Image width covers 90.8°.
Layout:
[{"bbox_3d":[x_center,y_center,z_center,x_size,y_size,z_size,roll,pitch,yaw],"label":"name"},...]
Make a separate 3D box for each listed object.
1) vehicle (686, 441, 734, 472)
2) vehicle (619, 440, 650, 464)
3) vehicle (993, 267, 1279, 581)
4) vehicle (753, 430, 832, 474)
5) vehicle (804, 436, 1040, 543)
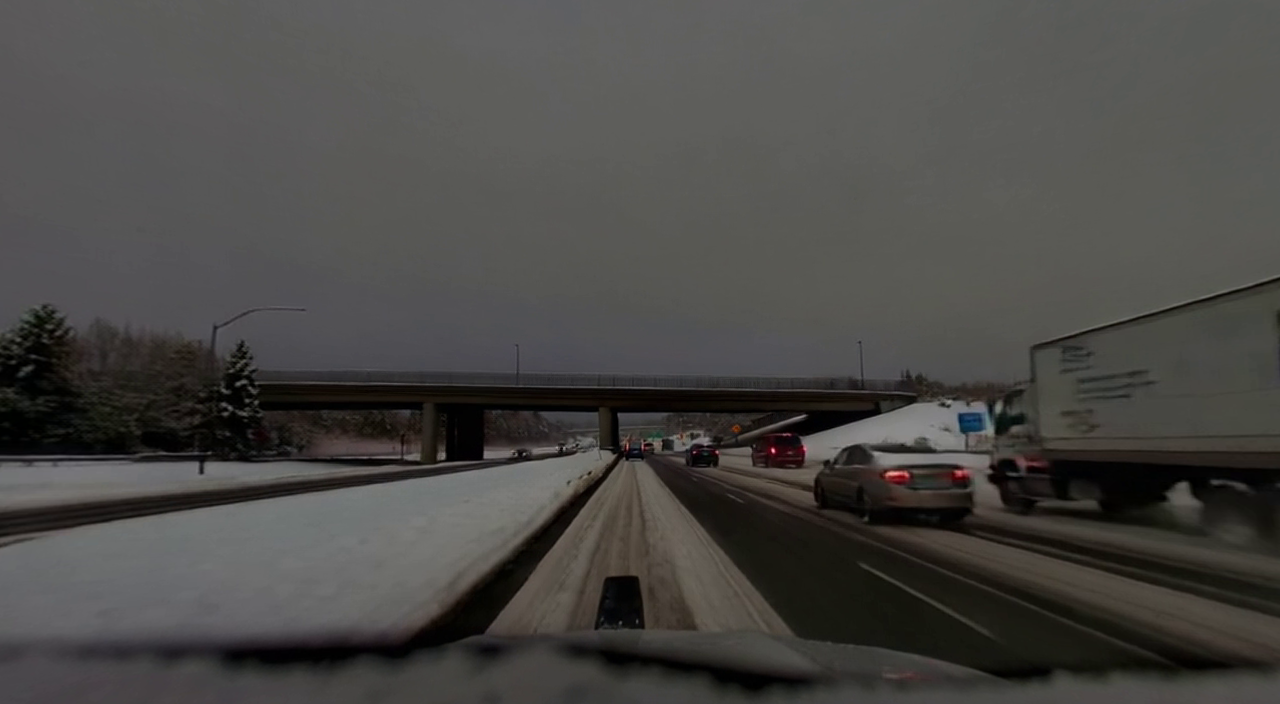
[{"bbox_3d":[3.849,5.870,35.733,2.005,1.585,4.863,0,-8,-2],"label":"vehicle"},{"bbox_3d":[-0.472,7.678,48.441,2.256,1.743,4.189,0,-8,-1],"label":"vehicle"},{"bbox_3d":[8.064,0.948,7.855,2.866,3.233,7.345,1,-9,-2],"label":"vehicle"},{"bbox_3d":[7.676,5.126,32.635,2.448,2.042,5.959,0,-8,-1],"label":"vehicle"},{"bbox_3d":[4.433,2.212,10.890,1.971,1.453,4.414,0,-8,-1],"label":"vehicle"}]
